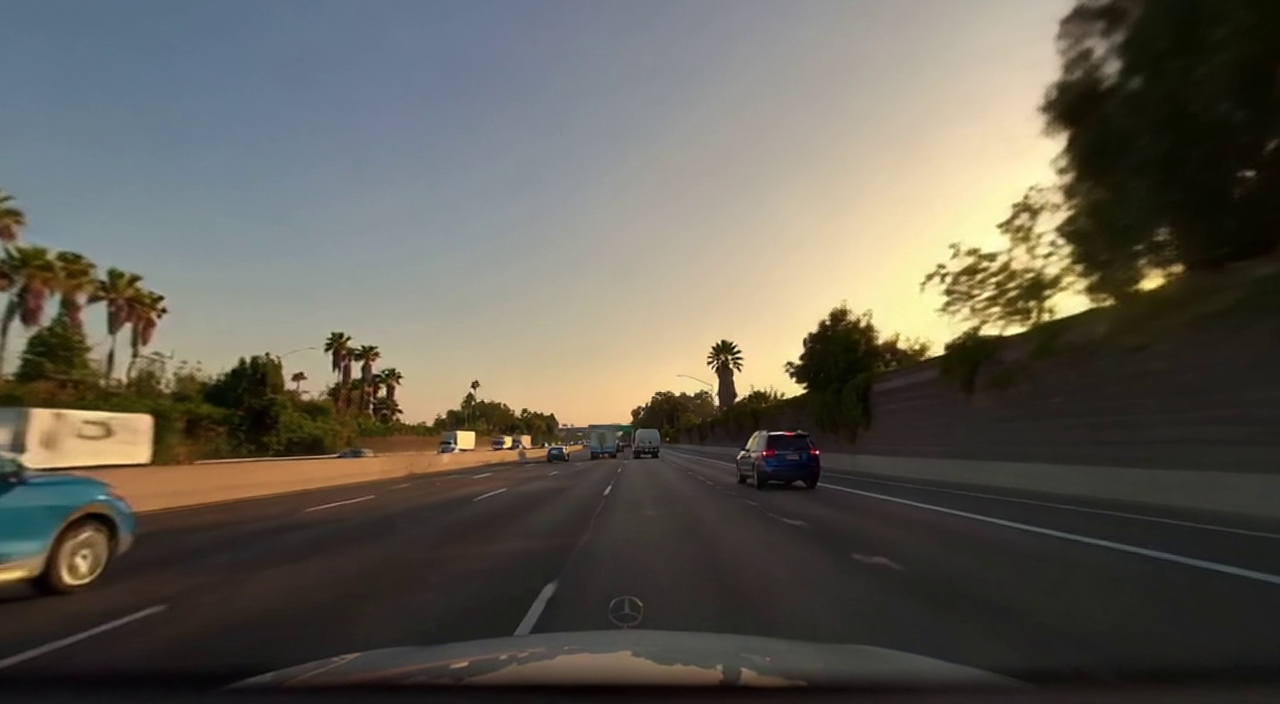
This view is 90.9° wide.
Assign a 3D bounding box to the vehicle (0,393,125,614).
[{"bbox_3d":[-6.322,1.049,3.823,2.289,1.774,4.871,0,-8,-1],"label":"vehicle"}]

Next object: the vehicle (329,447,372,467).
[{"bbox_3d":[-20.875,7.584,45.572,1.498,1.356,3.330,0,-8,1],"label":"vehicle"}]

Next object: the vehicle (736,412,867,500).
[{"bbox_3d":[4.468,2.991,18.507,2.408,2.210,4.999,0,-8,-1],"label":"vehicle"}]
